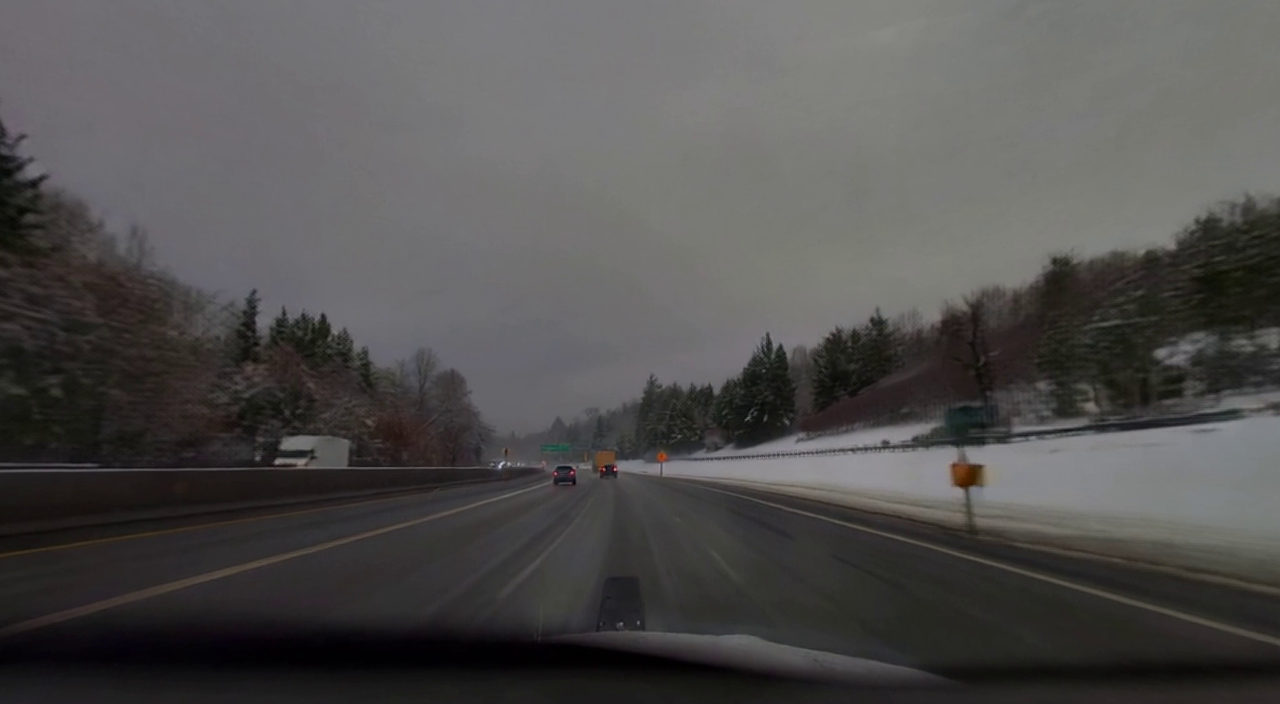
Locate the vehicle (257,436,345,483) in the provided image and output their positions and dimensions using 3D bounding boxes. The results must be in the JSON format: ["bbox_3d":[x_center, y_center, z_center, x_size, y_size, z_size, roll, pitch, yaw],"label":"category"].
[{"bbox_3d":[-22.805,7.363,42.789,2.701,2.920,5.854,1,-11,-1],"label":"vehicle"}]

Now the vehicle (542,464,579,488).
[{"bbox_3d":[-5.412,8.573,43.609,2.115,1.546,4.638,1,-11,-2],"label":"vehicle"}]
